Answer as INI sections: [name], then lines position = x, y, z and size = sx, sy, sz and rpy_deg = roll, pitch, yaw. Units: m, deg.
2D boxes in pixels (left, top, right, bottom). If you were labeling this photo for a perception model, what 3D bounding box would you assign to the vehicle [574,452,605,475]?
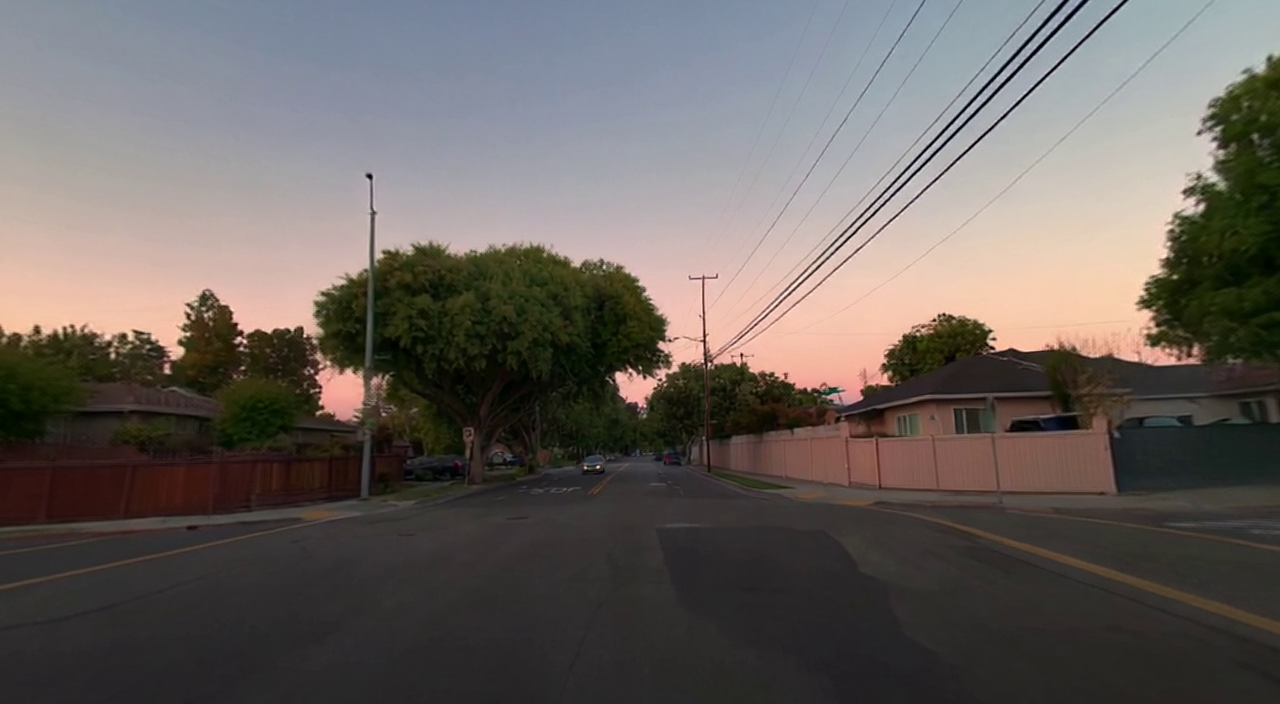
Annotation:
[vehicle]
position = -3.762, 8.392, 47.711
size = 1.935, 1.595, 3.972
rpy_deg = 0, -8, 1
